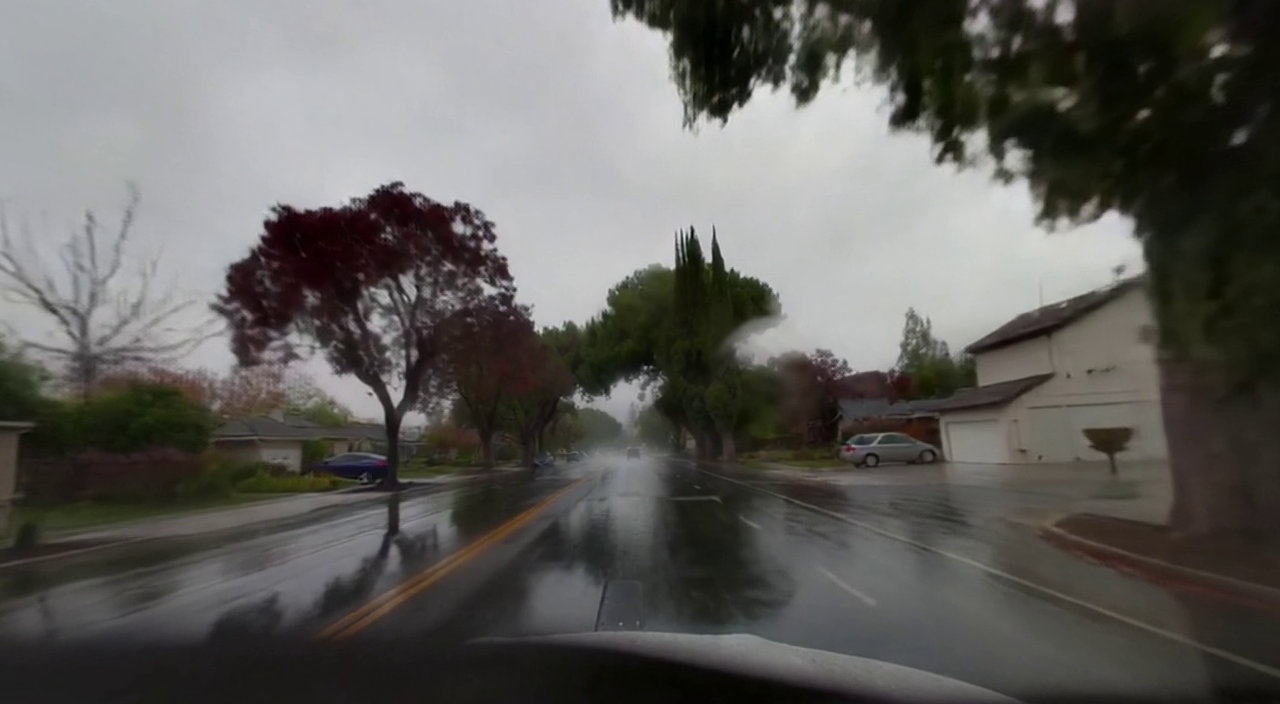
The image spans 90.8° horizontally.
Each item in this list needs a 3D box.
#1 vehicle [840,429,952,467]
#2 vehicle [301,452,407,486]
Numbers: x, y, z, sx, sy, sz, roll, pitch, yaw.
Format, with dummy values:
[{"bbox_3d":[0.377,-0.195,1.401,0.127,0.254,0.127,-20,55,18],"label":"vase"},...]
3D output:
[{"bbox_3d":[11.987,4.506,29.772,4.392,1.685,1.959,0,-8,-4],"label":"vehicle"},{"bbox_3d":[-15.660,6.412,34.763,4.859,1.780,2.031,-1,-9,2],"label":"vehicle"}]
